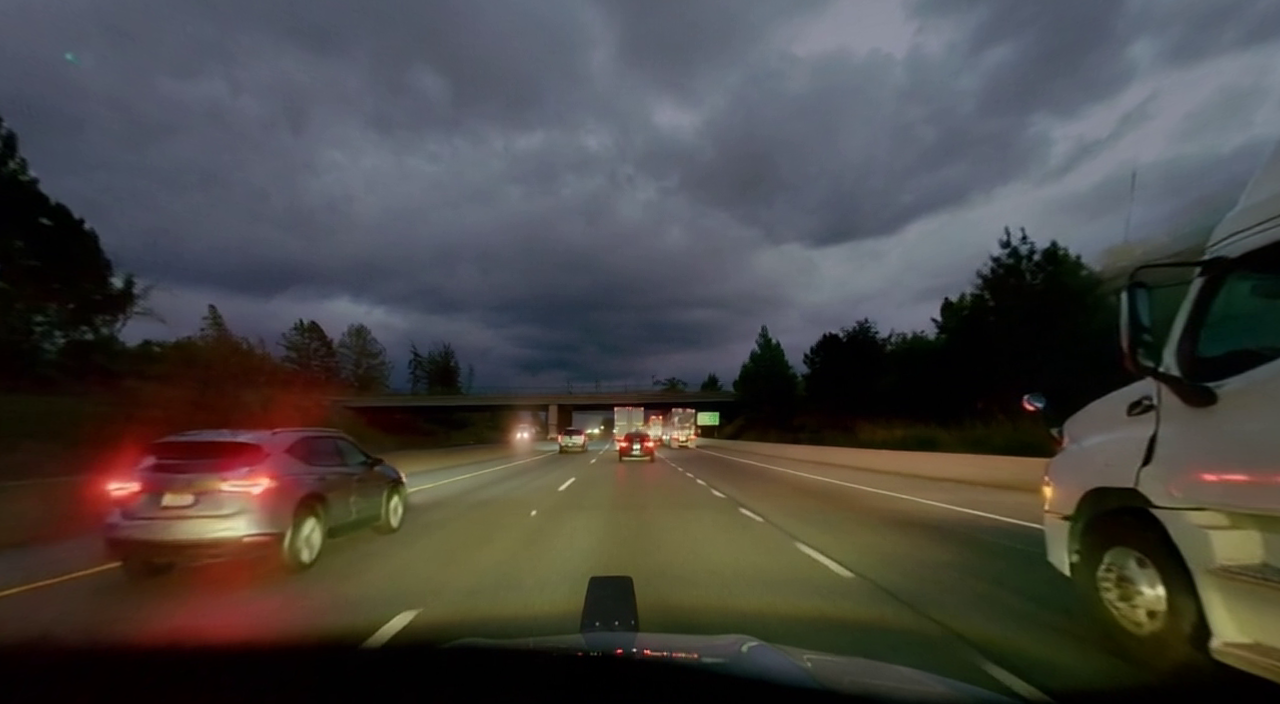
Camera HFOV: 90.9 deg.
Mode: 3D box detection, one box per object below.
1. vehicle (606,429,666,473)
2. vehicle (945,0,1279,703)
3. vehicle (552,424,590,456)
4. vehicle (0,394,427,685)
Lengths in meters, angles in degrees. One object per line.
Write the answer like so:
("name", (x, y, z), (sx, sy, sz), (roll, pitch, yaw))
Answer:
("vehicle", (-0.175, 3.681, 23.707), (2.059, 1.522, 3.693), (0, -8, -1))
("vehicle", (3.899, -0.199, 0.983), (2.783, 3.483, 7.836), (0, -8, -1))
("vehicle", (-4.480, 5.819, 41.619), (2.013, 1.961, 4.692), (0, -8, 0))
("vehicle", (-3.742, 1.312, 5.758), (1.979, 1.527, 4.754), (0, -8, -1))
